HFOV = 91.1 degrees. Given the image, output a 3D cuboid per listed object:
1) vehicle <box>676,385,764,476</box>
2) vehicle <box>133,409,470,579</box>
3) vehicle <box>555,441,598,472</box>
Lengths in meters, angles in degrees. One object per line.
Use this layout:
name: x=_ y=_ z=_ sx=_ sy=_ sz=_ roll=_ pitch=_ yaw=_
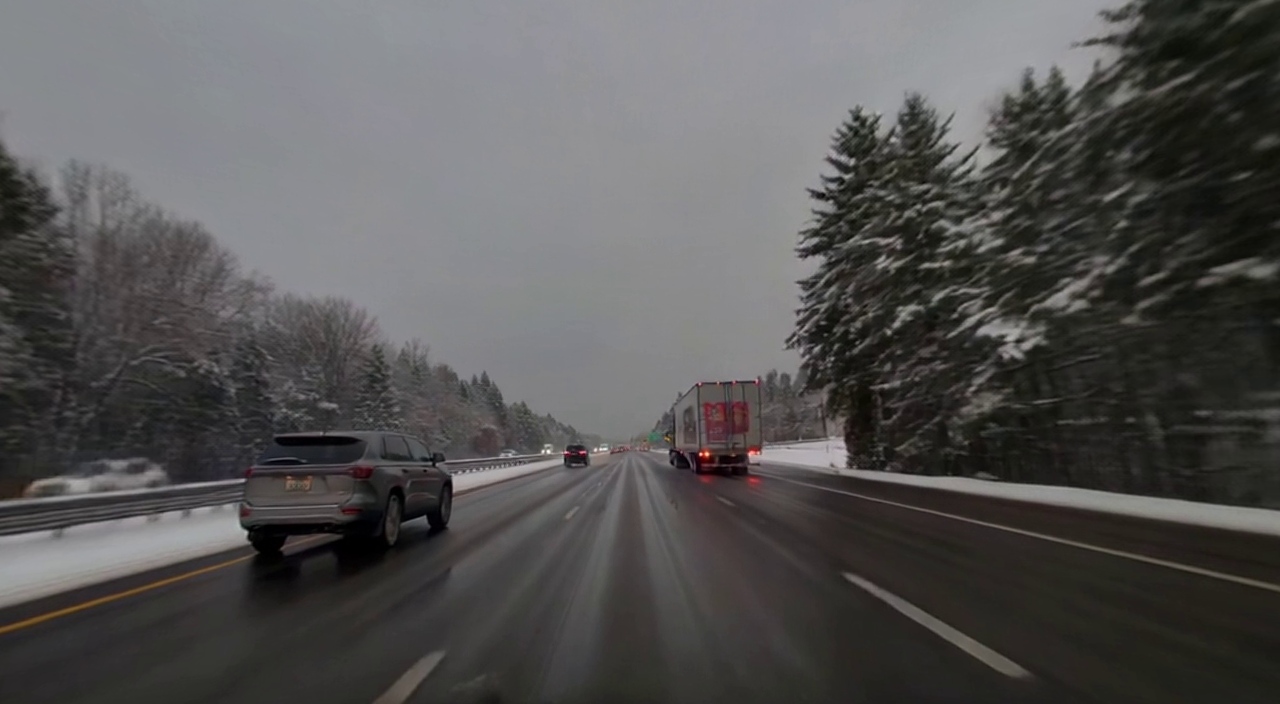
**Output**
vehicle: x=4.124 y=4.690 z=36.303 sx=2.998 sy=4.236 sz=13.886 roll=0 pitch=-9 yaw=-1
vehicle: x=-4.175 y=1.839 z=8.950 sx=2.202 sy=1.760 sz=4.617 roll=0 pitch=-9 yaw=0
vehicle: x=-3.744 y=6.251 z=37.784 sx=2.139 sy=1.716 sz=4.530 roll=0 pitch=-9 yaw=0
